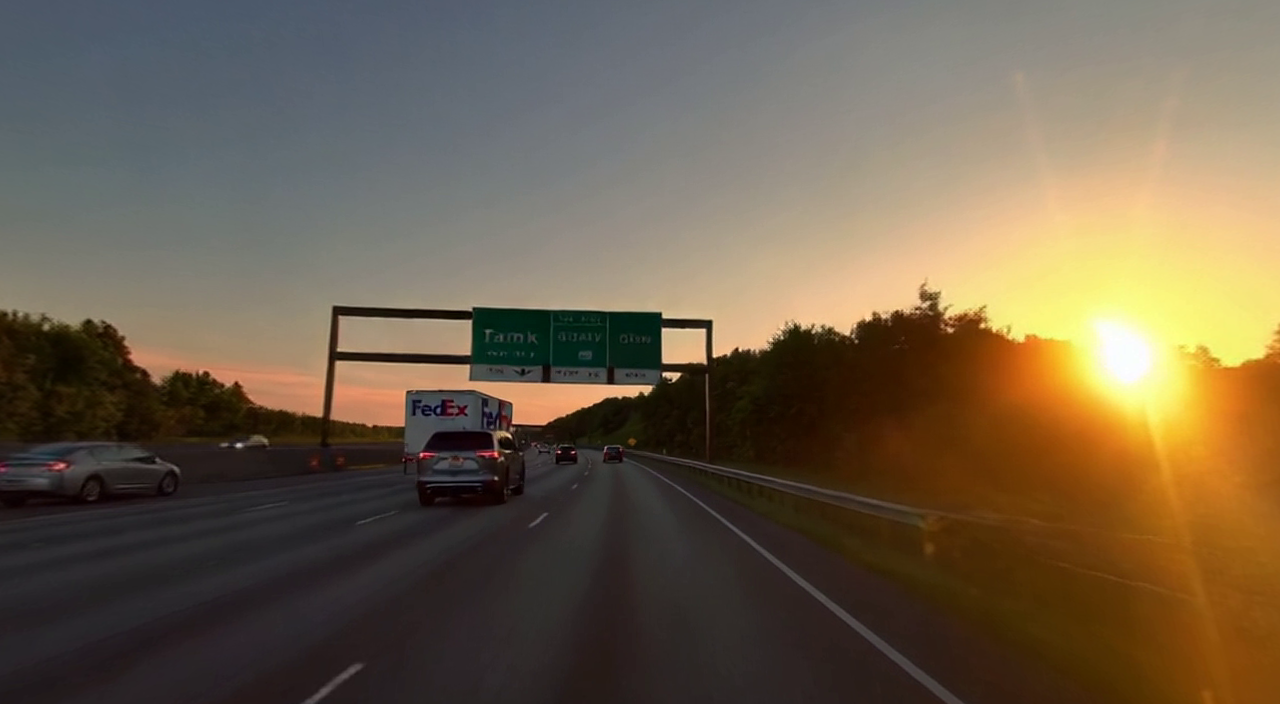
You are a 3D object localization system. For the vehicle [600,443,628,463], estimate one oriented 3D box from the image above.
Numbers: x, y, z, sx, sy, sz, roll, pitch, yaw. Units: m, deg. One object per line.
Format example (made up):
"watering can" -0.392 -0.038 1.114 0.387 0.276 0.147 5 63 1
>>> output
"vehicle" -2.046 7.863 49.142 2.043 1.489 3.839 1 -9 -5

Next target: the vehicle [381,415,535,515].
"vehicle" -3.825 2.488 14.308 2.170 1.886 4.628 0 -9 -1

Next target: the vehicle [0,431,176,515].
"vehicle" -13.652 2.762 14.932 2.018 1.668 4.409 0 -9 -1

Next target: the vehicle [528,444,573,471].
"vehicle" -5.160 6.142 37.000 2.192 1.478 4.591 0 -9 -3
